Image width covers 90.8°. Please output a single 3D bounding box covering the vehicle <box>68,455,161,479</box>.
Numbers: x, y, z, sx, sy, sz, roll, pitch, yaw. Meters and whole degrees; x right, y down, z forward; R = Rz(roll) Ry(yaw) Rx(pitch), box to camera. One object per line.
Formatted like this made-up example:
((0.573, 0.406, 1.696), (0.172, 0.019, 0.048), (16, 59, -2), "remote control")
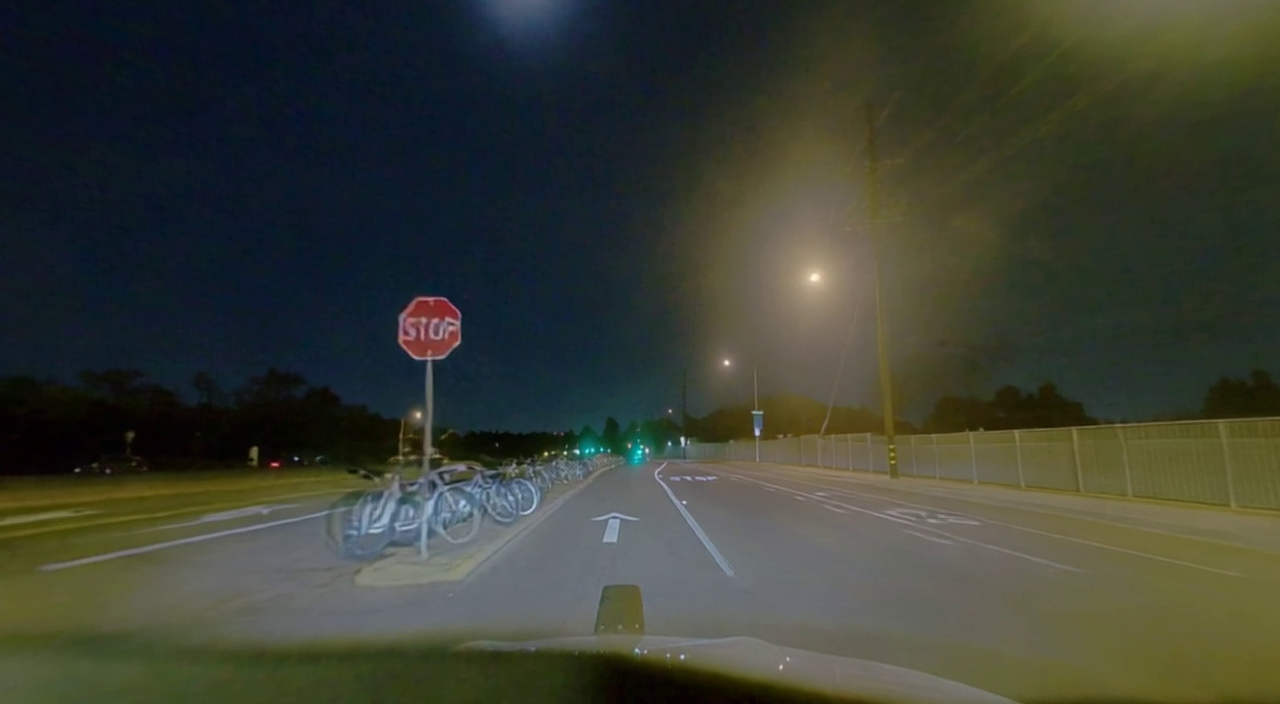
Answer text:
((-33.868, 7.406, 40.800), (4.327, 1.402, 1.757), (0, -9, -4), "vehicle")
